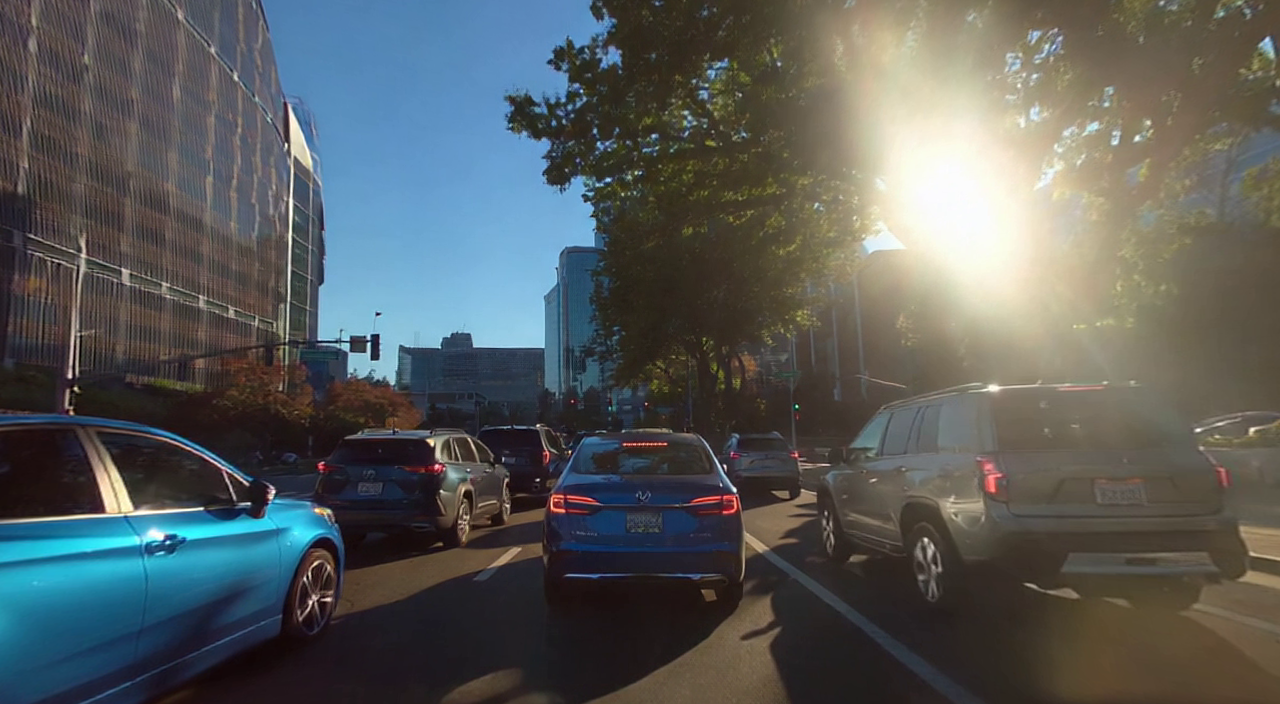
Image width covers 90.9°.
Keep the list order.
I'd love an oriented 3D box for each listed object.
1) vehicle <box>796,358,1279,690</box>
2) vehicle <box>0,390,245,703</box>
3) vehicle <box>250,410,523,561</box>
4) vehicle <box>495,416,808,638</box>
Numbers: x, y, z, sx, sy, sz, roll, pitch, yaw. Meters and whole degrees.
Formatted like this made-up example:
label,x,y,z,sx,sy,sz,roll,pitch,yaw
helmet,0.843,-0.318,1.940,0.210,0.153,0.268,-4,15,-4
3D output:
label,x,y,z,sx,sy,sz,roll,pitch,yaw
vehicle,3.046,1.239,5.649,2.108,1.785,4.334,0,-9,-1
vehicle,-3.402,0.750,1.245,2.144,1.505,4.635,-1,-9,2
vehicle,-3.362,1.889,9.617,2.168,1.719,4.561,-1,-9,1
vehicle,0.080,1.502,6.383,2.147,1.507,3.953,0,-8,0
